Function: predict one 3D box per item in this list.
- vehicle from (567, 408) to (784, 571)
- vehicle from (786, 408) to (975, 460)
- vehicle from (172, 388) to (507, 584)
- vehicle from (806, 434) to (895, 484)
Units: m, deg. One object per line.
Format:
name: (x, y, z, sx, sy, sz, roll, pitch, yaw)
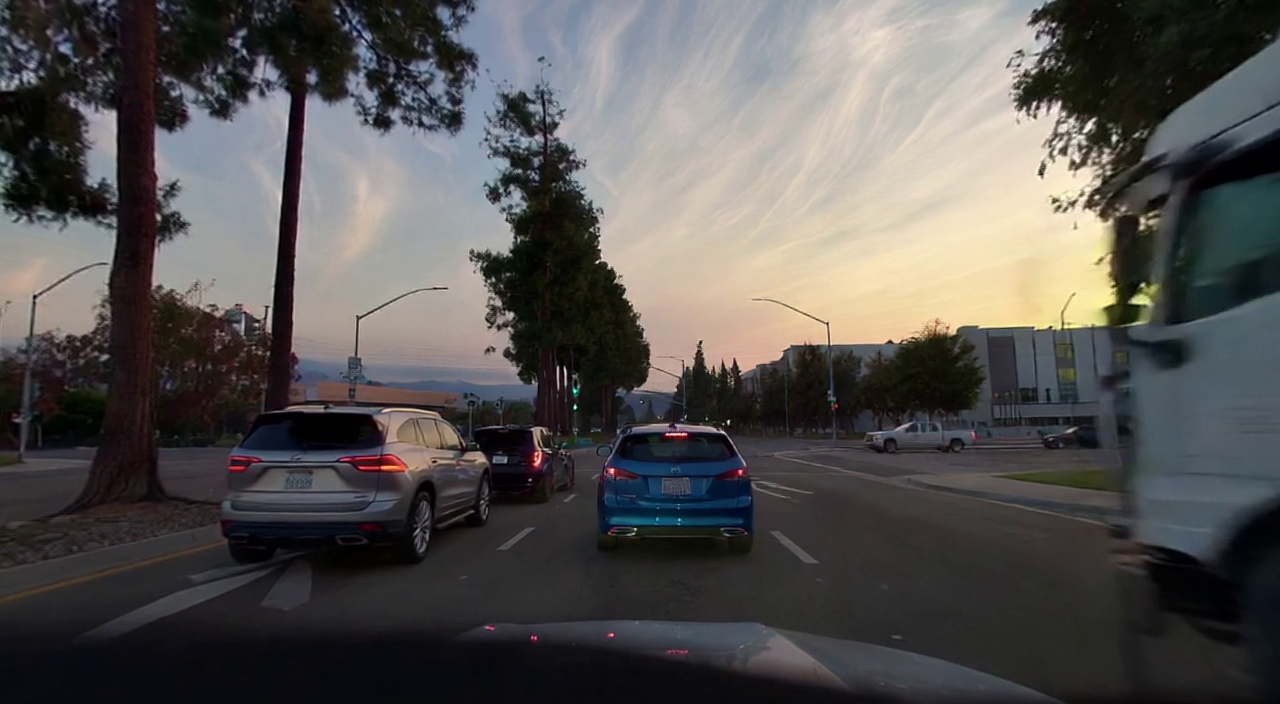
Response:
vehicle: (0.371, 1.709, 8.547, 2.189, 1.649, 4.171, 0, -8, 0)
vehicle: (15.690, 5.525, 41.778, 11.206, 3.112, 2.993, -4, -9, 23)
vehicle: (-3.251, 1.562, 8.084, 2.085, 1.812, 4.388, 0, -8, 0)
vehicle: (7.450, 3.805, 22.707, 2.067, 1.599, 4.251, -1, -8, 5)
